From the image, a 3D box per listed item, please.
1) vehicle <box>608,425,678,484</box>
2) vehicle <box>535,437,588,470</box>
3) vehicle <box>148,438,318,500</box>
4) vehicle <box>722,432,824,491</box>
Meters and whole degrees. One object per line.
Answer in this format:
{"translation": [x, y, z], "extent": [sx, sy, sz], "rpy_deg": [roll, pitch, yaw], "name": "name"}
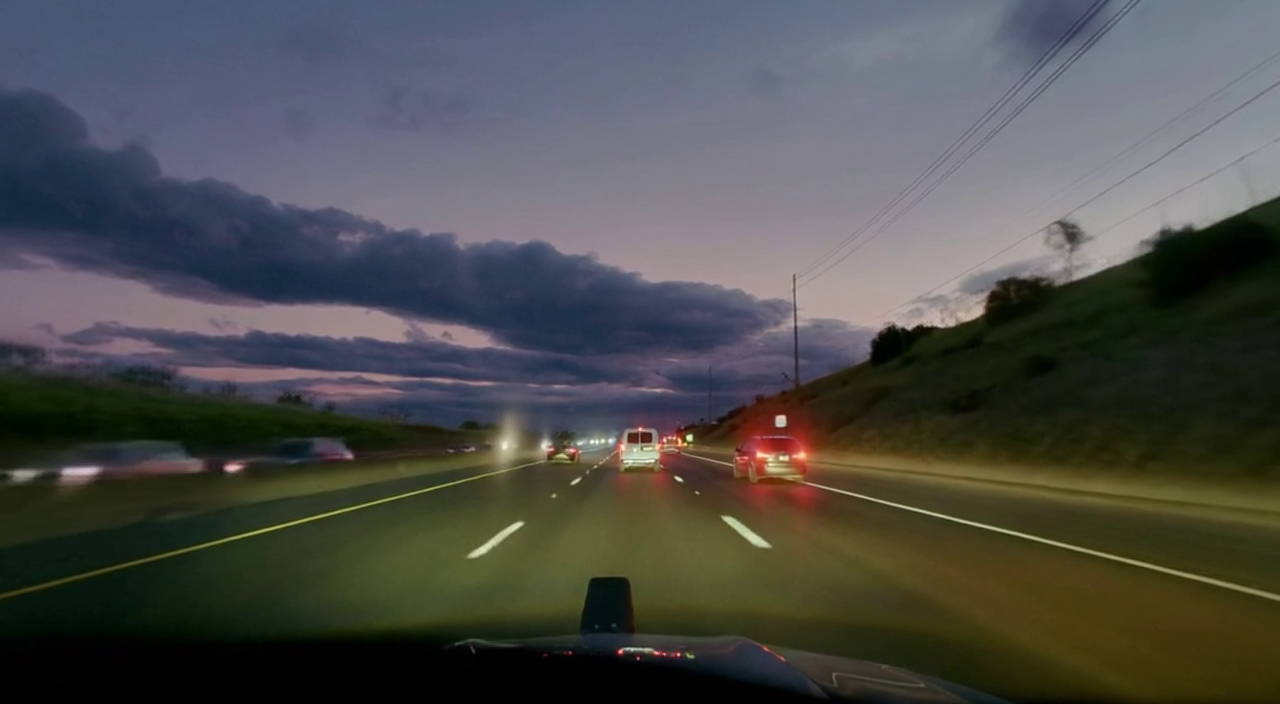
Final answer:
{"translation": [0.054, 3.471, 21.682], "extent": [2.159, 1.811, 4.238], "rpy_deg": [0, -8, -1], "name": "vehicle"}
{"translation": [-3.794, 4.992, 31.414], "extent": [2.093, 1.517, 4.648], "rpy_deg": [0, -8, 0], "name": "vehicle"}
{"translation": [-11.275, 3.218, 17.949], "extent": [2.014, 1.512, 4.412], "rpy_deg": [0, -8, -2], "name": "vehicle"}
{"translation": [3.889, 3.255, 19.348], "extent": [1.923, 1.562, 4.691], "rpy_deg": [0, -8, -3], "name": "vehicle"}
